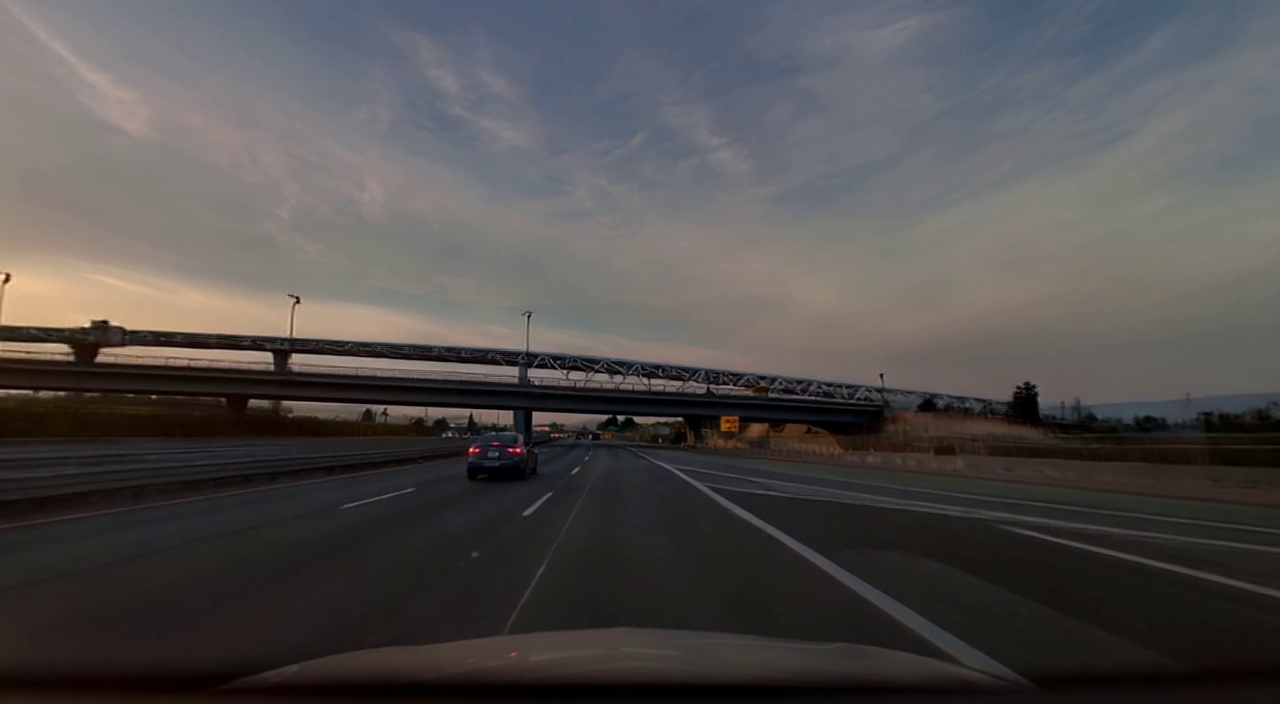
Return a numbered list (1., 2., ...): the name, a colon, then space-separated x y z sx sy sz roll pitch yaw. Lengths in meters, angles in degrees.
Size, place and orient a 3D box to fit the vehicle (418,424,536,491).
1. vehicle: -4.371 2.916 17.799 2.123 1.601 4.887 0 -8 -1
